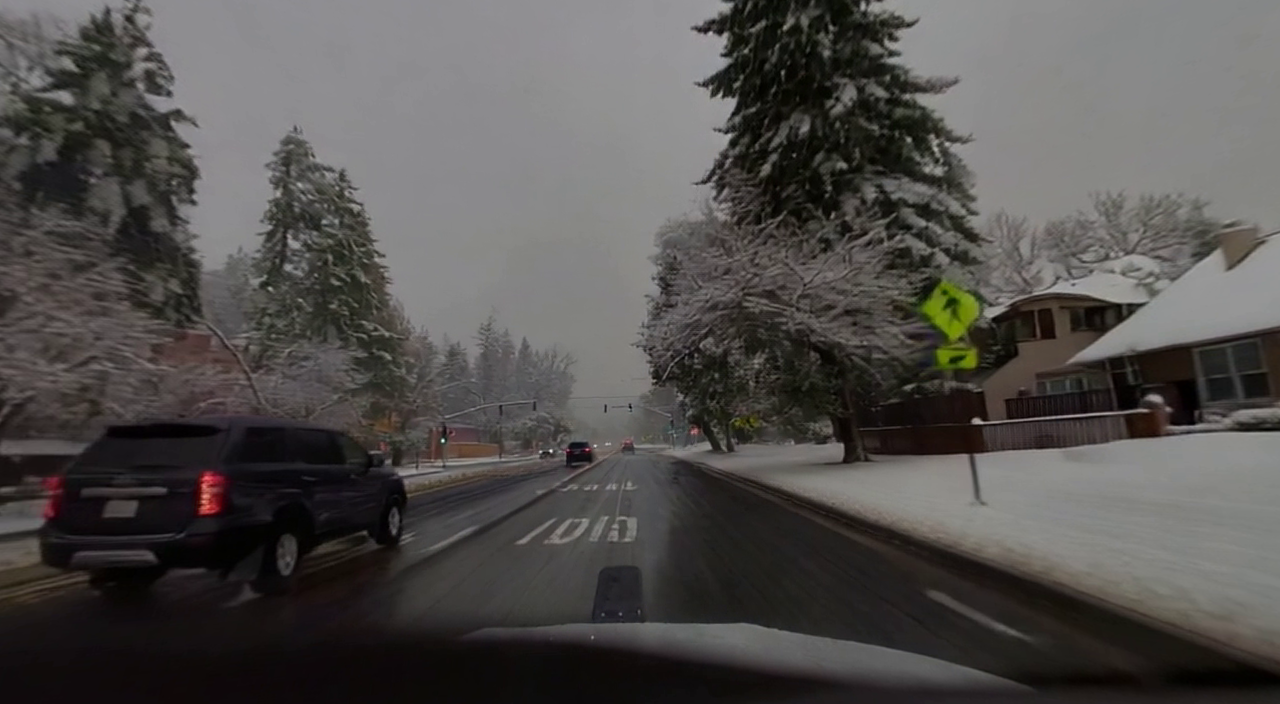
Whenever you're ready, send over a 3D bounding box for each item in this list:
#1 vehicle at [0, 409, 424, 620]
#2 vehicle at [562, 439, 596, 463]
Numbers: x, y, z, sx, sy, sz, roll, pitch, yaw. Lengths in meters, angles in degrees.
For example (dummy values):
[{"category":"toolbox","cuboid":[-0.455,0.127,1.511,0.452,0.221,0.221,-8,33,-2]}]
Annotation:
[{"category":"vehicle","cuboid":[-4.509,1.666,7.543,2.169,1.706,4.638,0,-8,1]},{"category":"vehicle","cuboid":[-4.593,7.538,48.108,2.065,1.714,4.272,0,-8,1]}]
